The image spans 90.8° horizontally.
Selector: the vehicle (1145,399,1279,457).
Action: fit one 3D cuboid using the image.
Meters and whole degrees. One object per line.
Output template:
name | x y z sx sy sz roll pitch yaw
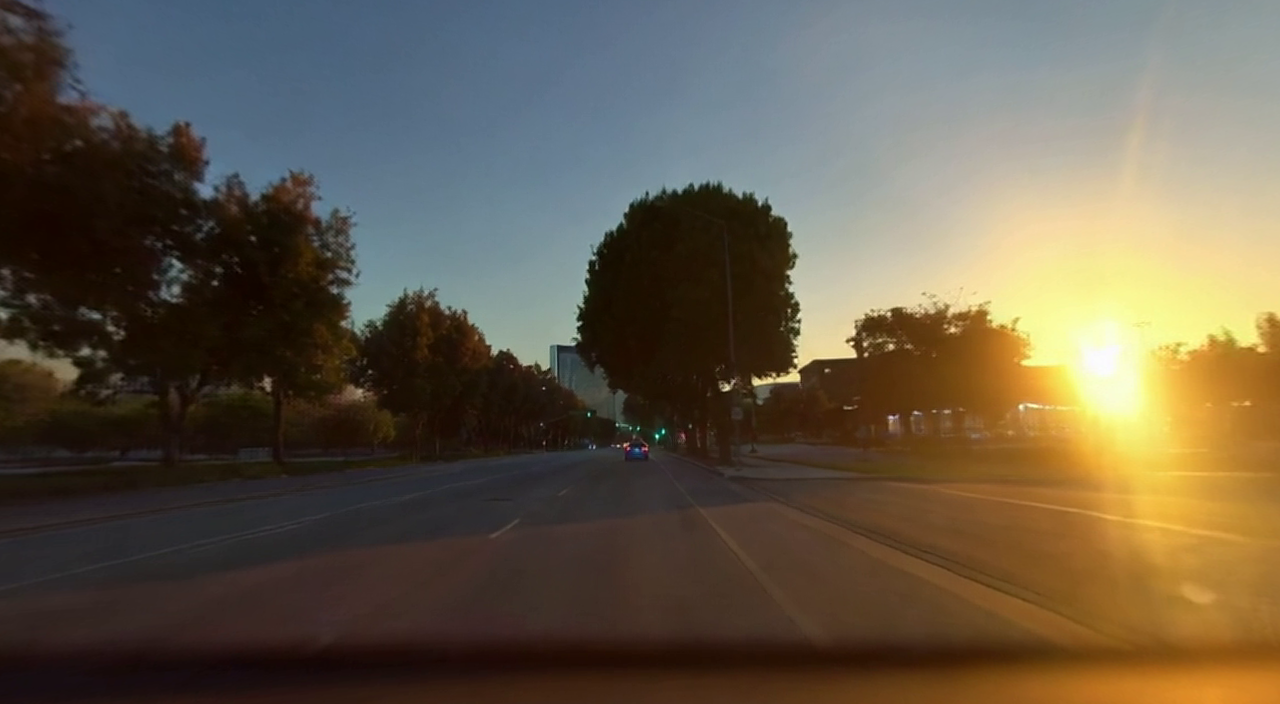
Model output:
vehicle | 46.361 5.616 46.815 14.828 4.062 2.936 -1 -8 2
